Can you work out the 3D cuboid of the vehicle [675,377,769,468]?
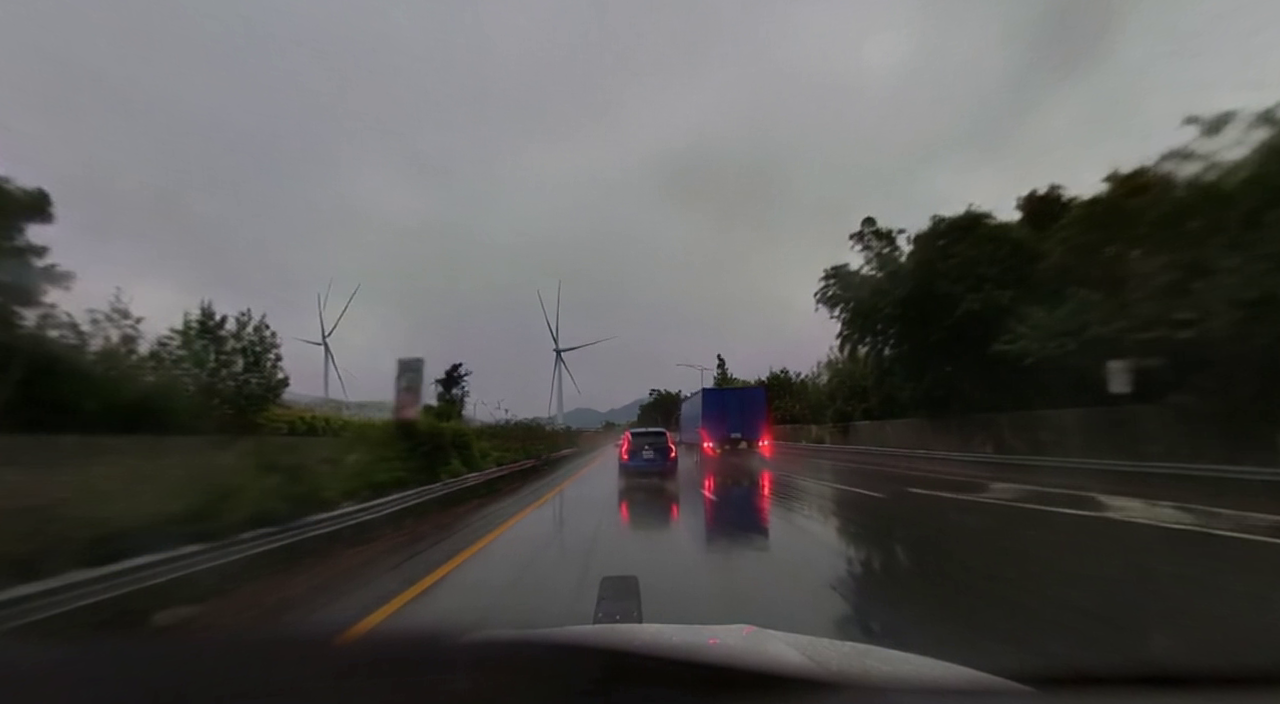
[{"bbox_3d":[4.108,4.155,35.884,3.129,4.126,14.913,0,-8,-1],"label":"vehicle"}]

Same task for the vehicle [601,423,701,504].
[{"bbox_3d":[0.158,2.561,15.037,2.038,1.624,4.312,0,-8,-2],"label":"vehicle"}]
